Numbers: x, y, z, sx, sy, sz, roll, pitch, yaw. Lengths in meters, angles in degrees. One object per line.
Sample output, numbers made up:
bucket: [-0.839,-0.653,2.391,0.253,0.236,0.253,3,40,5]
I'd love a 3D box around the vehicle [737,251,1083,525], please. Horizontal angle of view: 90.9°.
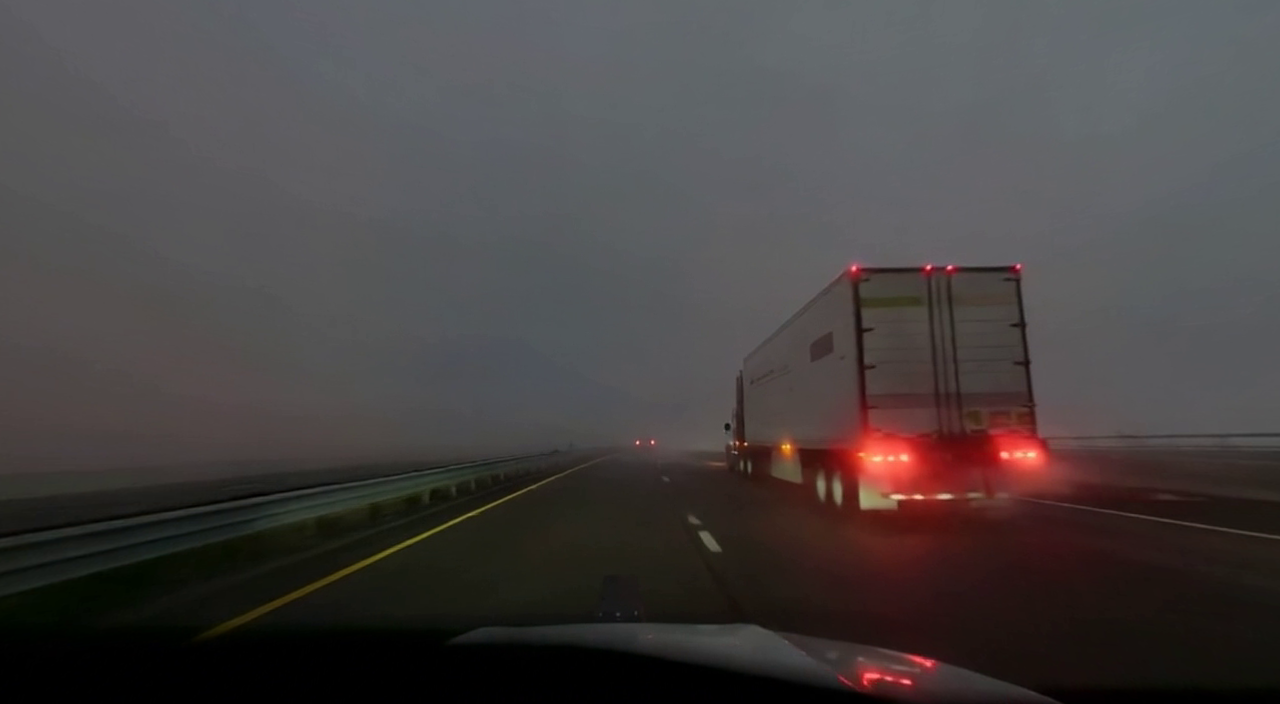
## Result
vehicle: [4.963,1.384,16.034,2.966,4.072,13.408,0,-8,0]
